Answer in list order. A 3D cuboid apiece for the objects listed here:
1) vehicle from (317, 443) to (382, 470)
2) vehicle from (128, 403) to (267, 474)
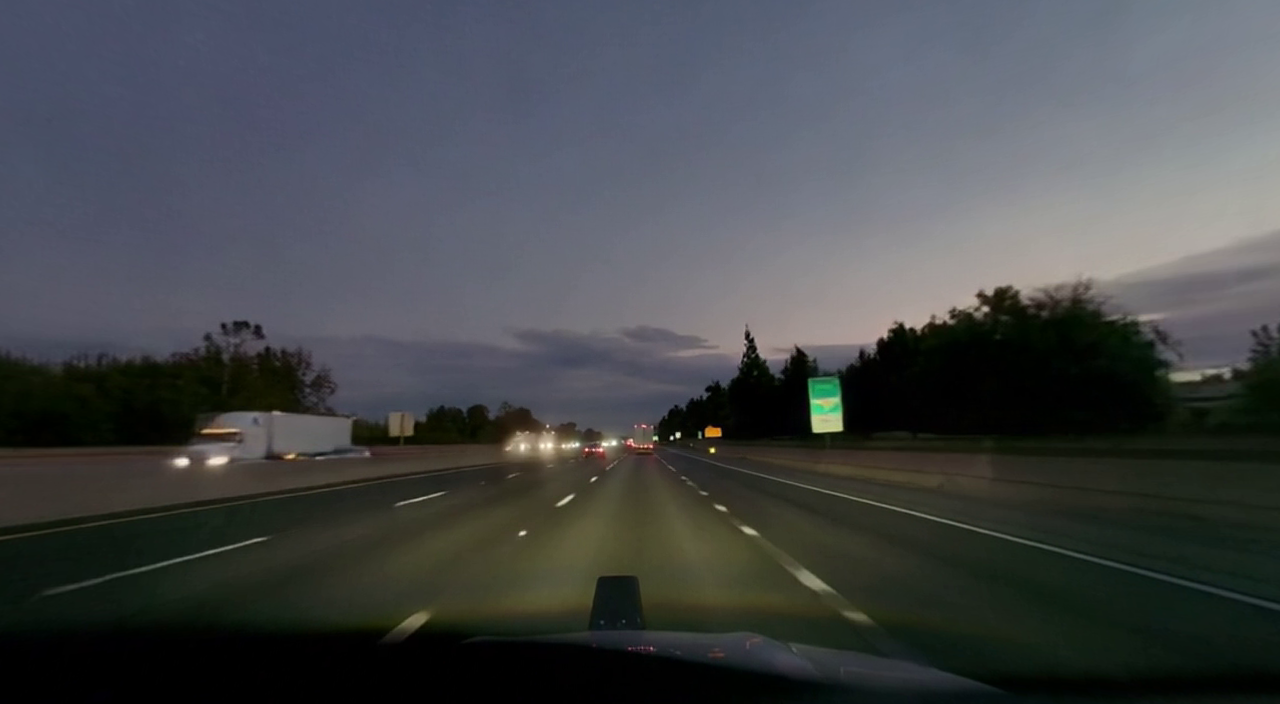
[{"bbox_3d":[-15.641,5.632,34.073,1.777,1.373,3.547,0,-8,0],"label":"vehicle"},{"bbox_3d":[-23.669,4.695,34.142,2.990,3.503,6.029,0,-8,0],"label":"vehicle"}]
